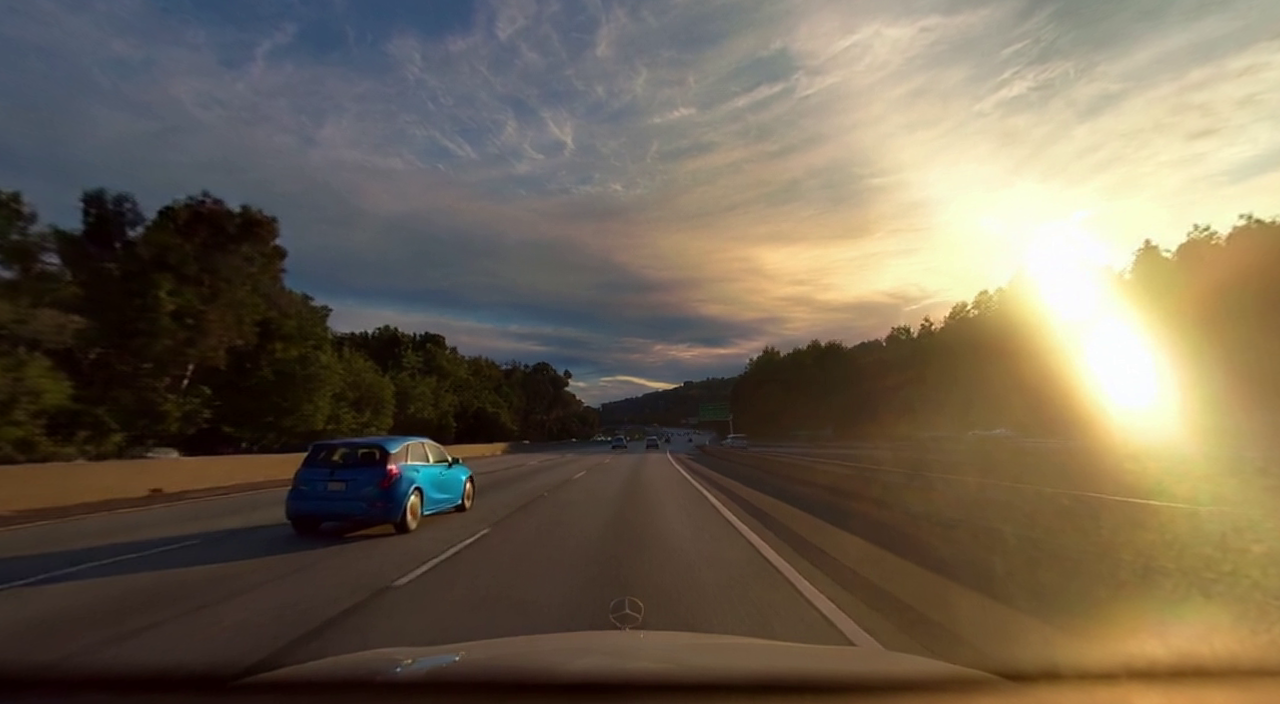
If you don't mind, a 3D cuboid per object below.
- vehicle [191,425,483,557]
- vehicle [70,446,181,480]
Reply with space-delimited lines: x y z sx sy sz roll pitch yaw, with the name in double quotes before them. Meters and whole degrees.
"vehicle" -3.966 1.882 9.332 1.996 1.454 4.495 0 -8 1
"vehicle" -23.173 4.984 28.556 1.768 1.432 3.791 0 -8 1
